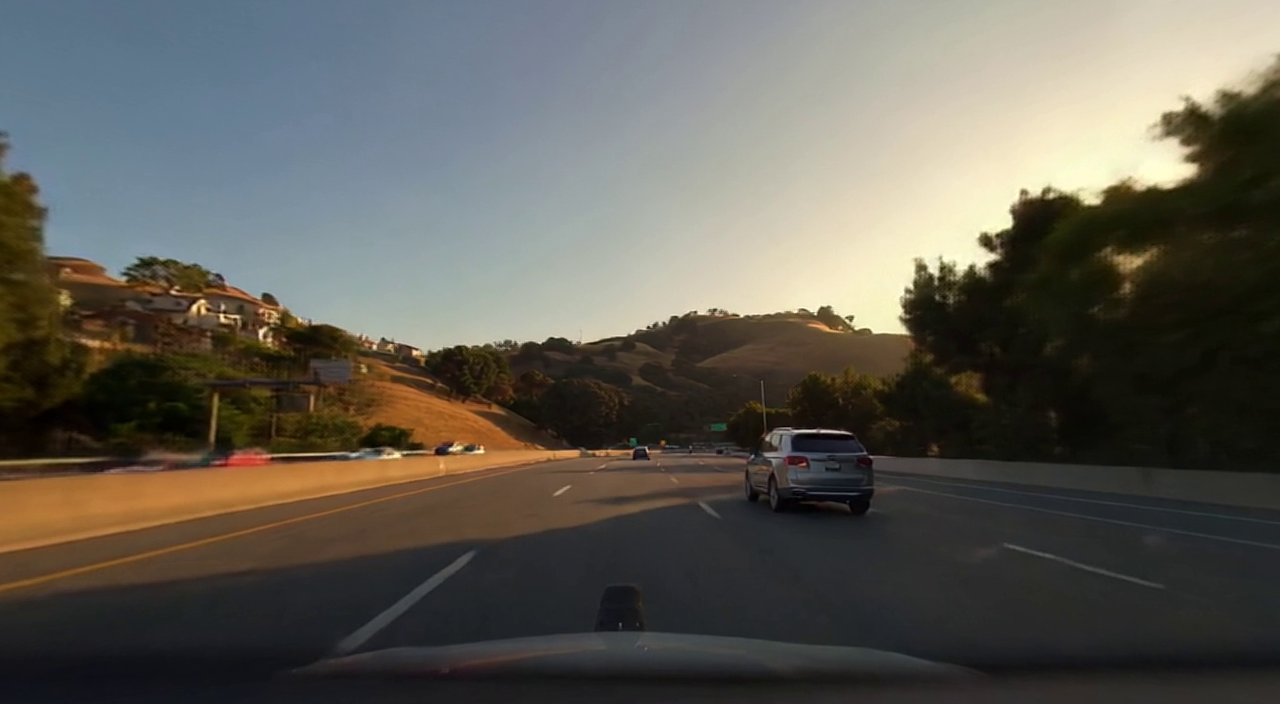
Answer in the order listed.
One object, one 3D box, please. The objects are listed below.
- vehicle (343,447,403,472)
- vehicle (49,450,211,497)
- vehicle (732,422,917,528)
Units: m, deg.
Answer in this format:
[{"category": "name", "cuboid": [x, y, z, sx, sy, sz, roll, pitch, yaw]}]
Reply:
[{"category": "vehicle", "cuboid": [-18.476, 7.419, 43.749, 2.050, 1.657, 4.649, 0, -9, 1]}, {"category": "vehicle", "cuboid": [-18.295, 4.343, 22.950, 1.889, 1.508, 4.696, 0, -9, 1]}, {"category": "vehicle", "cuboid": [3.450, 2.426, 12.970, 2.318, 1.766, 4.587, 0, -9, -1]}]
